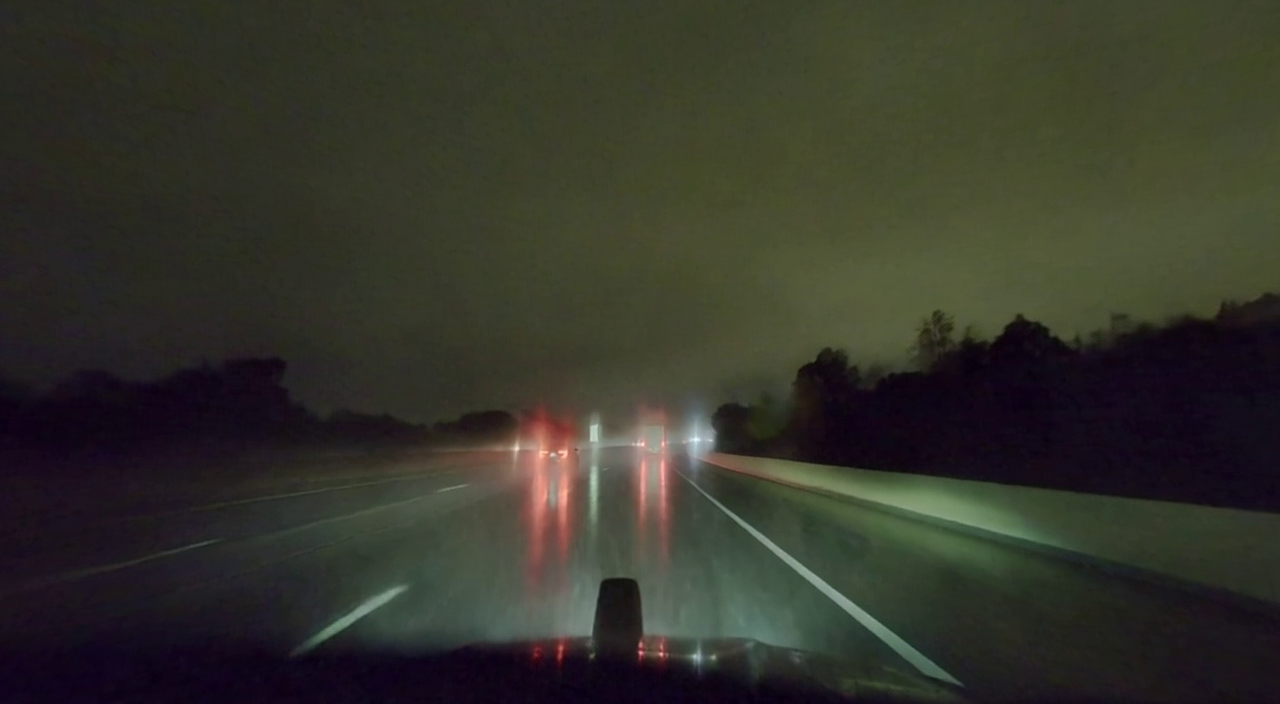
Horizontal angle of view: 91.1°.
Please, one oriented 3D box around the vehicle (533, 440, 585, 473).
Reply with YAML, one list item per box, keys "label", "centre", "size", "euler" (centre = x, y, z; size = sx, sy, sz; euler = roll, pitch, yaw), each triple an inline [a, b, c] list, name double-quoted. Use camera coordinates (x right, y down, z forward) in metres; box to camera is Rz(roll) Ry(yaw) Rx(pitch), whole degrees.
- label: "vehicle"
  centre: [-4.043, 5.320, 32.142]
  size: [1.961, 1.540, 4.487]
  euler: [-1, -9, 2]
